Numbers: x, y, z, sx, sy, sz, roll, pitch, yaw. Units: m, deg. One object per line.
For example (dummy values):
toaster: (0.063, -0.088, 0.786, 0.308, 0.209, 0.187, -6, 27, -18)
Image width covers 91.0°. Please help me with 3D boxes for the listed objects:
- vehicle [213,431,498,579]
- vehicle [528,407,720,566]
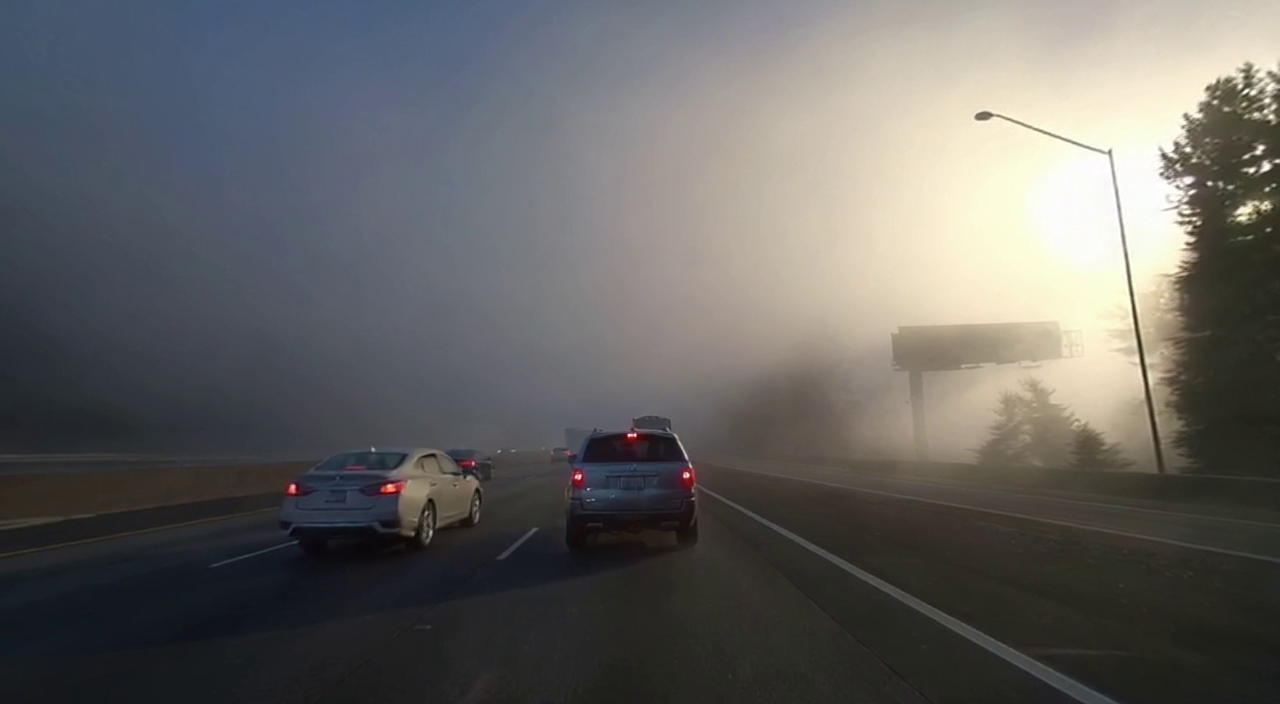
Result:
vehicle: (-3.483, 1.938, 8.868, 1.889, 1.522, 4.465, 0, -9, 1)
vehicle: (-0.223, 1.852, 9.462, 2.127, 1.749, 4.776, 0, -9, -1)
